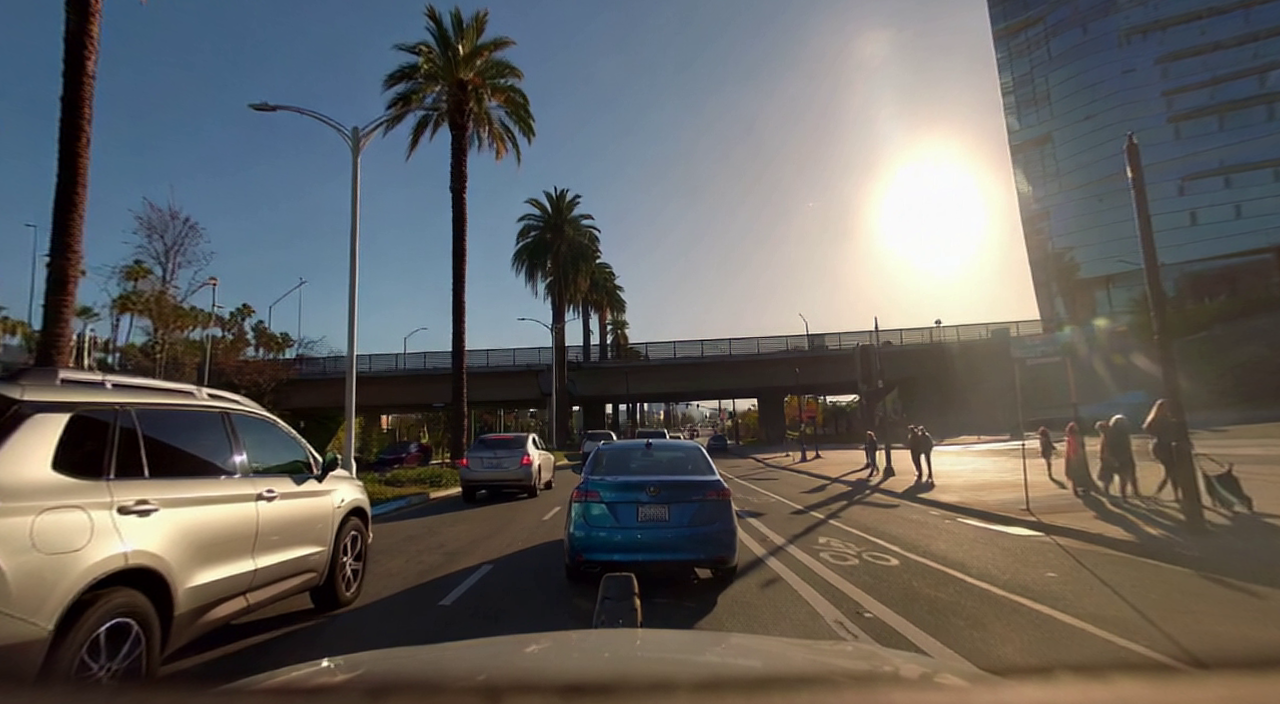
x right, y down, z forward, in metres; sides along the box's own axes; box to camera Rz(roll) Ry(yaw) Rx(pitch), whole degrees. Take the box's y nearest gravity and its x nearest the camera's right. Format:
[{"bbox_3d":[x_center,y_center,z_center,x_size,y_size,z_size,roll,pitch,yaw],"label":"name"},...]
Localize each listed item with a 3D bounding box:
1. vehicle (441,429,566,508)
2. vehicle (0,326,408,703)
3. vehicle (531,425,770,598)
[{"bbox_3d":[-3.100,2.745,15.297,1.955,1.637,4.032,0,-8,3],"label":"vehicle"},{"bbox_3d":[-3.260,1.009,3.740,2.014,1.740,4.359,0,-8,1],"label":"vehicle"},{"bbox_3d":[0.052,1.672,7.533,2.036,1.461,4.129,0,-8,-1],"label":"vehicle"}]
